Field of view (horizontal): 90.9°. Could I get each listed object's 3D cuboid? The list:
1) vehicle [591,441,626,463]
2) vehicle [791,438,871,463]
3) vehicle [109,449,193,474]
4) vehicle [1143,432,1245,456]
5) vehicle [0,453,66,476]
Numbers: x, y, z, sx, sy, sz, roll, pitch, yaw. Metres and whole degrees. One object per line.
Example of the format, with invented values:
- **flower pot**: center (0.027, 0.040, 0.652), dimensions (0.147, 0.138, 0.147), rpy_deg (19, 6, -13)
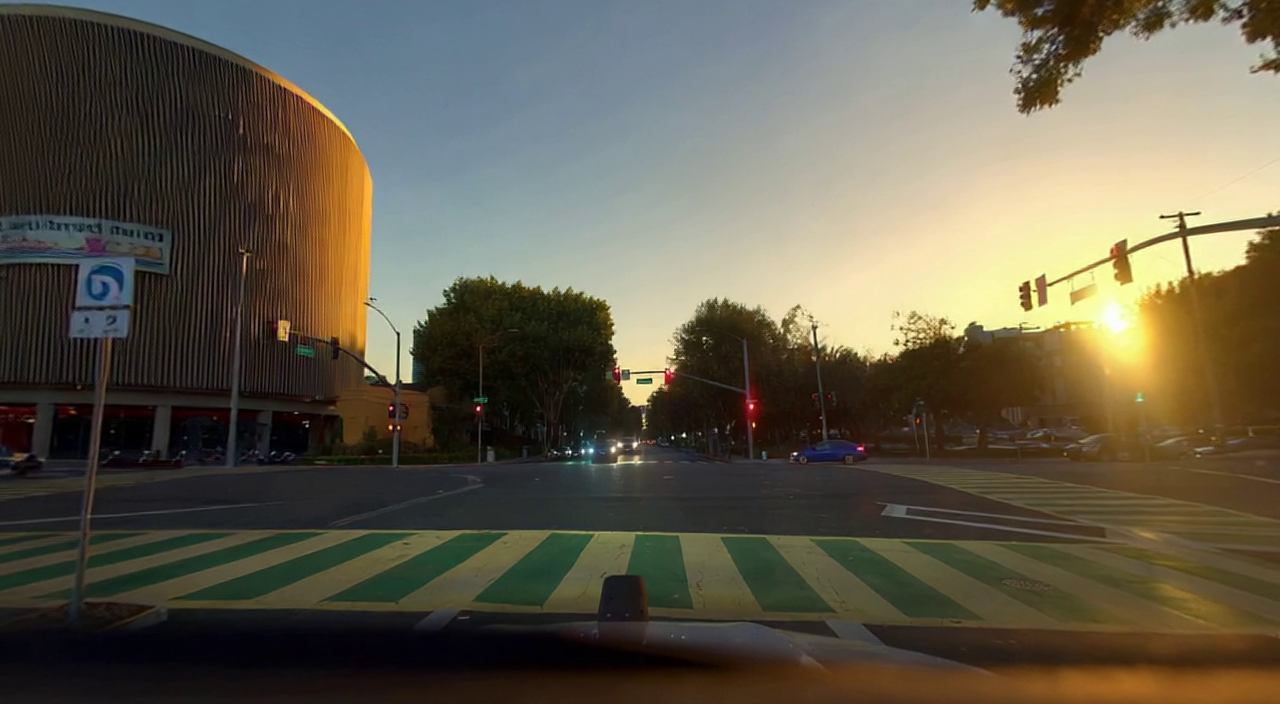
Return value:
- **vehicle**: center (-2.155, 7.100, 44.807), dimensions (2.280, 1.454, 4.836), rpy_deg (0, -8, 0)
- **vehicle**: center (11.882, 6.160, 39.501), dimensions (4.529, 1.457, 1.981), rpy_deg (-1, -9, 9)
- **vehicle**: center (-33.092, 7.407, 42.742), dimensions (4.136, 1.661, 1.857), rpy_deg (0, -8, 1)
- **vehicle**: center (36.132, 6.015, 41.207), dimensions (4.767, 1.456, 1.858), rpy_deg (-1, -8, 3)
- **vehicle**: center (-41.657, 7.632, 42.747), dimensions (3.698, 1.467, 1.779), rpy_deg (0, -8, 1)
